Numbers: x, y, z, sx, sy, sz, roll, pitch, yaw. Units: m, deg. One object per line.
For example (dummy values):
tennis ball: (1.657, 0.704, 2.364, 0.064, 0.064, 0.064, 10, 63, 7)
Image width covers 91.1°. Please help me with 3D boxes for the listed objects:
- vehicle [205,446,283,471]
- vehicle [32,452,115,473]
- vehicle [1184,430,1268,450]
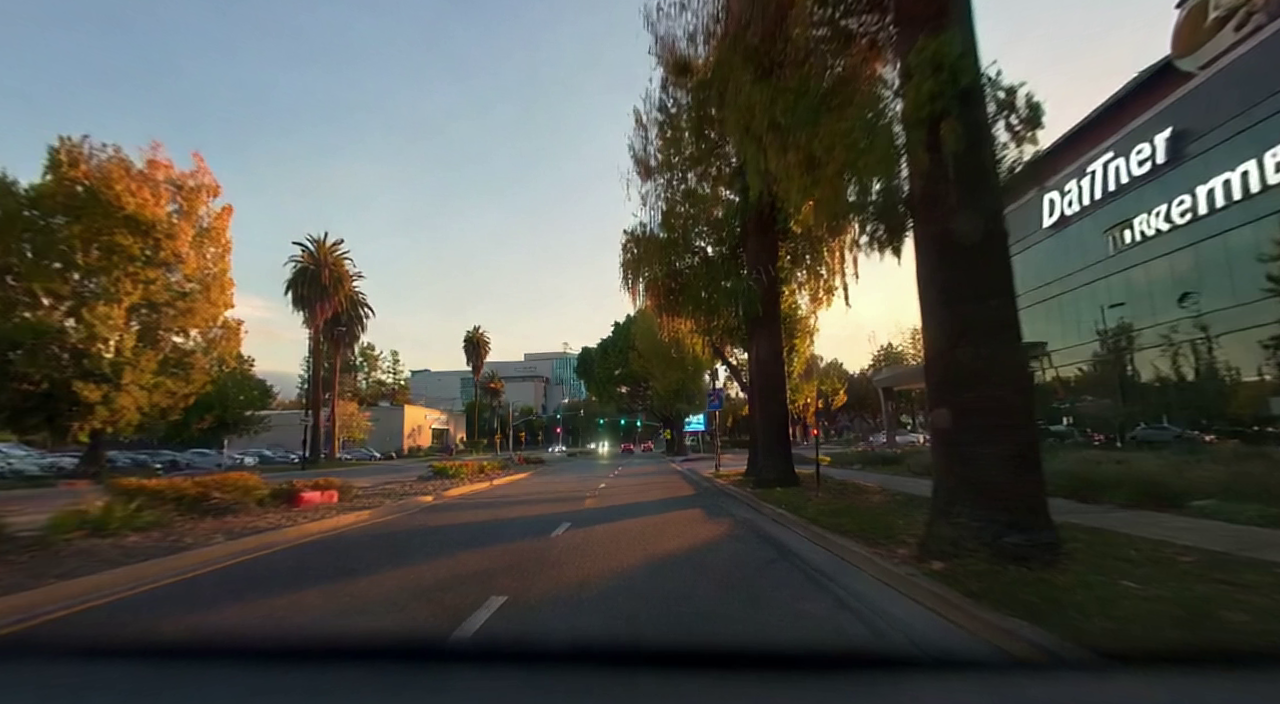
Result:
vehicle: (-29.454, 7.943, 46.852, 4.293, 1.529, 2.347, -4, -9, 0)
vehicle: (-42.550, 8.269, 47.220, 4.314, 1.510, 1.964, 0, -9, 0)
vehicle: (45.323, 6.825, 48.609, 4.390, 1.549, 2.015, 0, -8, 0)
